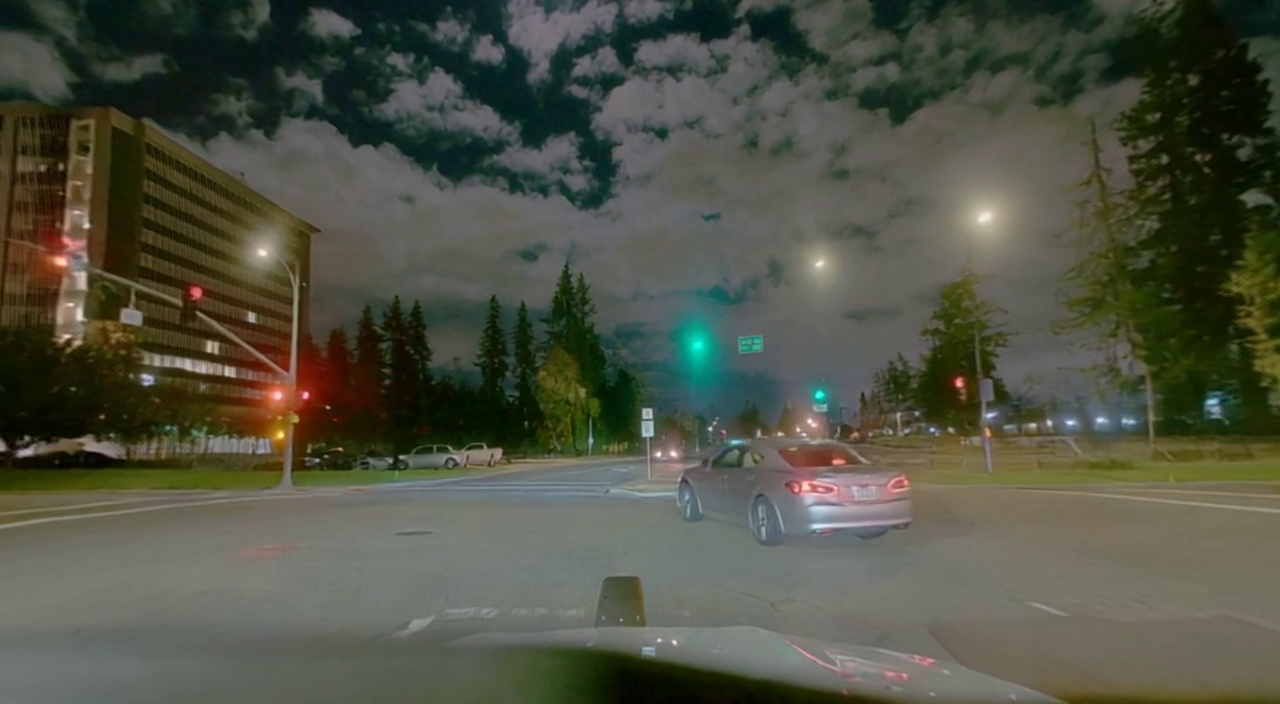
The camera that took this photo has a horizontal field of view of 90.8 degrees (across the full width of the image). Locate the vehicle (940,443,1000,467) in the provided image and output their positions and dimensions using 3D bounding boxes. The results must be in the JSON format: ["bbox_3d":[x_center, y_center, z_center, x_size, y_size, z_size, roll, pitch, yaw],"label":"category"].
[{"bbox_3d":[20.673,6.450,39.765,1.970,1.449,3.604,0,-8,4],"label":"vehicle"}]

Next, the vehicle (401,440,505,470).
[{"bbox_3d":[-12.074,6.636,40.971,6.021,1.868,2.172,0,-8,3],"label":"vehicle"}]

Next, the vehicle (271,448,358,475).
[{"bbox_3d":[-19.359,6.494,37.658,4.207,1.508,1.875,-1,-8,5],"label":"vehicle"}]

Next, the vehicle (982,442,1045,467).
[{"bbox_3d":[23.579,6.447,40.024,1.997,1.495,3.504,0,-8,5],"label":"vehicle"}]

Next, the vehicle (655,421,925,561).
[{"bbox_3d":[1.839,1.873,9.367,1.903,1.529,4.254,3,-9,-18],"label":"vehicle"}]

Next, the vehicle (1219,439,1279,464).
[{"bbox_3d":[37.332,6.021,38.032,1.649,1.463,3.507,0,-10,3],"label":"vehicle"}]

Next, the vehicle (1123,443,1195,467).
[{"bbox_3d":[31.627,6.241,38.586,1.746,1.391,3.360,-1,-8,7],"label":"vehicle"}]

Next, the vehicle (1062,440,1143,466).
[{"bbox_3d":[28.552,6.255,39.199,2.039,1.501,4.231,0,-8,5],"label":"vehicle"}]

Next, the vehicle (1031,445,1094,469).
[{"bbox_3d":[26.230,6.500,39.319,1.817,1.361,3.253,0,-8,4],"label":"vehicle"}]

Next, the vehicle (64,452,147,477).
[{"bbox_3d":[-33.871,7.117,40.191,1.709,1.410,3.945,0,-8,2],"label":"vehicle"}]
